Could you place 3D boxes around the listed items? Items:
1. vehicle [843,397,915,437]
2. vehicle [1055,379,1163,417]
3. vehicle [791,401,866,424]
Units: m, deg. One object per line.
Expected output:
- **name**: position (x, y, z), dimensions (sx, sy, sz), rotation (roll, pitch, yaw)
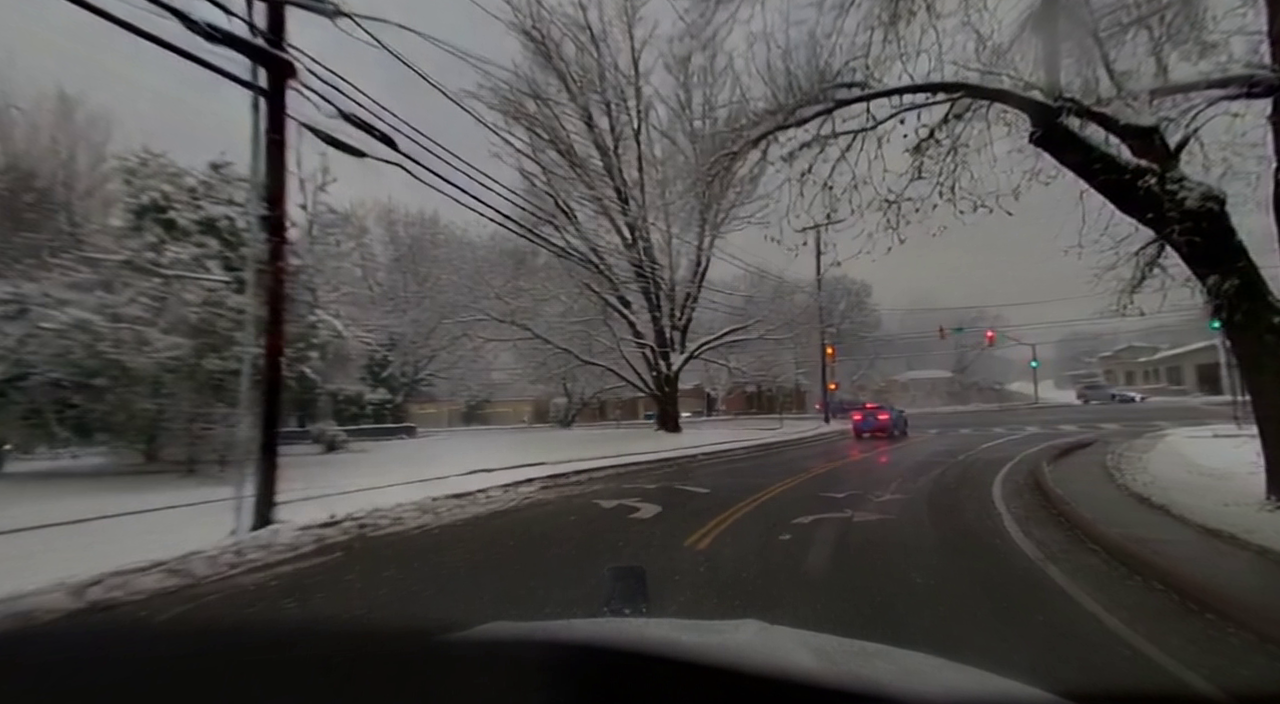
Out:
- **vehicle**: position (11.858, 3.274, 31.088), dimensions (1.928, 1.726, 4.704), rotation (-6, -10, 37)
- **vehicle**: position (26.512, 2.636, 35.772), dimensions (4.636, 1.668, 1.935), rotation (-9, -6, 37)
- **vehicle**: position (13.542, 4.387, 45.429), dimensions (4.757, 1.442, 1.858), rotation (-6, -6, 37)
